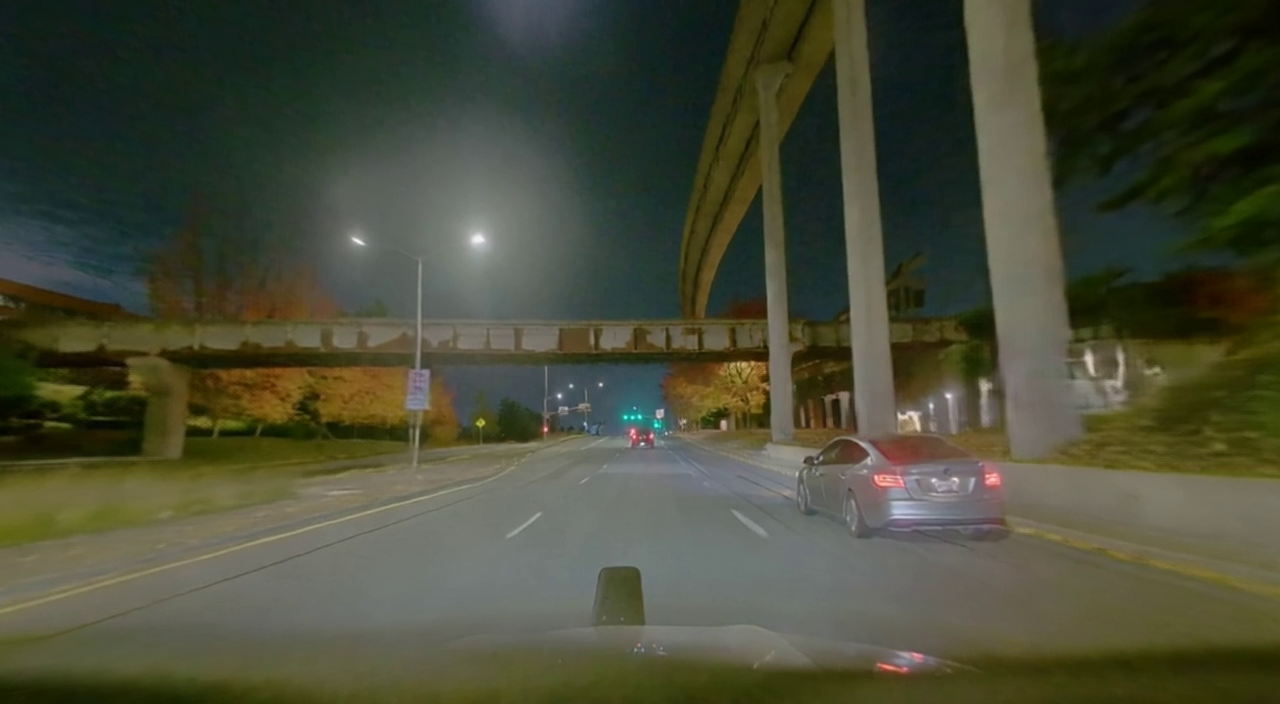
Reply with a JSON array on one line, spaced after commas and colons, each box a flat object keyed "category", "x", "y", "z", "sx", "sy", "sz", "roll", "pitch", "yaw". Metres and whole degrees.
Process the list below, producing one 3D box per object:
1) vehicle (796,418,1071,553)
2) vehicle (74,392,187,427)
[{"category": "vehicle", "x": 3.957, "y": 1.872, "z": 9.563, "sx": 2.063, "sy": 1.542, "sz": 4.420, "roll": 0, "pitch": -8, "yaw": 1}, {"category": "vehicle", "x": -37.151, "y": 4.298, "z": 46.230, "sx": 2.256, "sy": 2.170, "sz": 6.436, "roll": -1, "pitch": -8, "yaw": 9}]
